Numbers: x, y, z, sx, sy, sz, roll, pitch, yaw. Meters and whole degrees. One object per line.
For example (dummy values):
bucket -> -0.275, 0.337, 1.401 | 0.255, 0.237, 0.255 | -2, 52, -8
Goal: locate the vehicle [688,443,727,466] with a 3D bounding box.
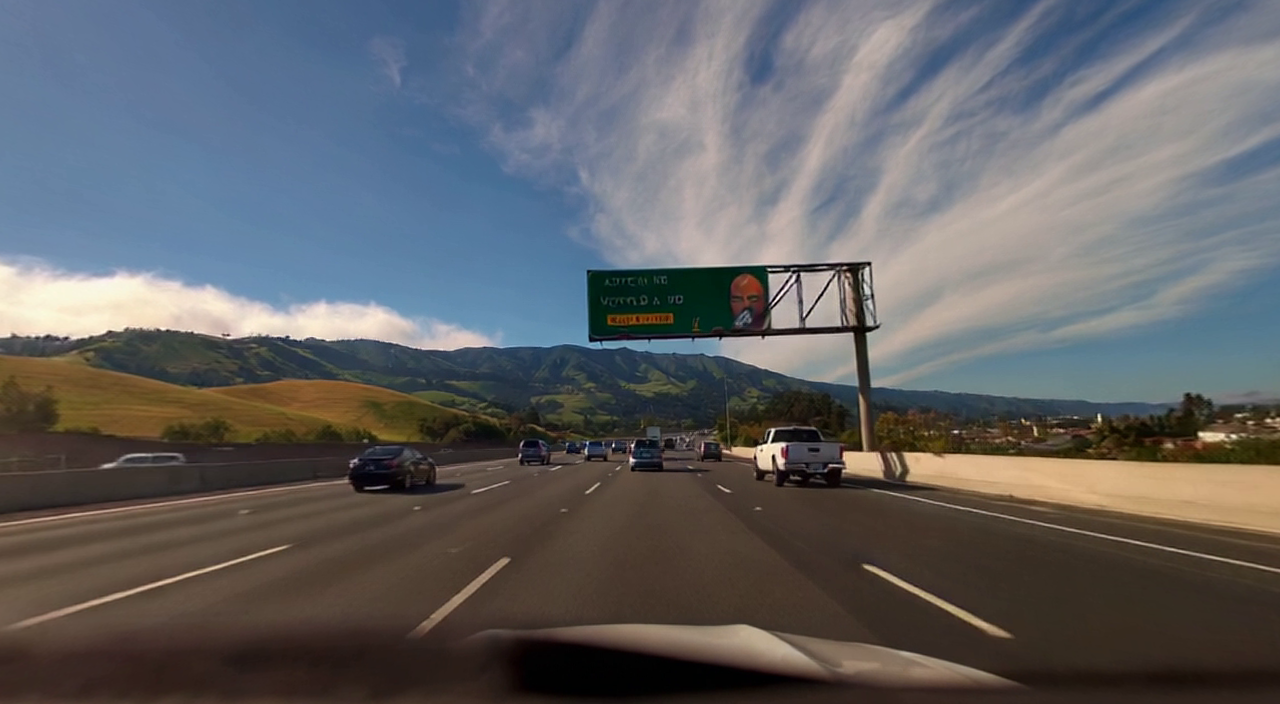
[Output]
vehicle -> 4.450, 6.856, 42.282 | 1.998, 1.456, 4.338 | 0, -8, -2

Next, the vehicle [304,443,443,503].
vehicle -> -7.502, 3.416, 18.388 | 1.916, 1.482, 4.908 | 0, -8, 0

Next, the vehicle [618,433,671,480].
vehicle -> 0.159, 4.366, 26.579 | 2.052, 1.808, 3.898 | 0, -8, -1

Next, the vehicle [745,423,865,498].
vehicle -> 4.511, 3.049, 18.119 | 2.029, 1.859, 4.669 | 0, -8, -2

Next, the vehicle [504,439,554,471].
vehicle -> -6.735, 6.304, 38.894 | 2.160, 1.799, 5.001 | 0, -8, 0
